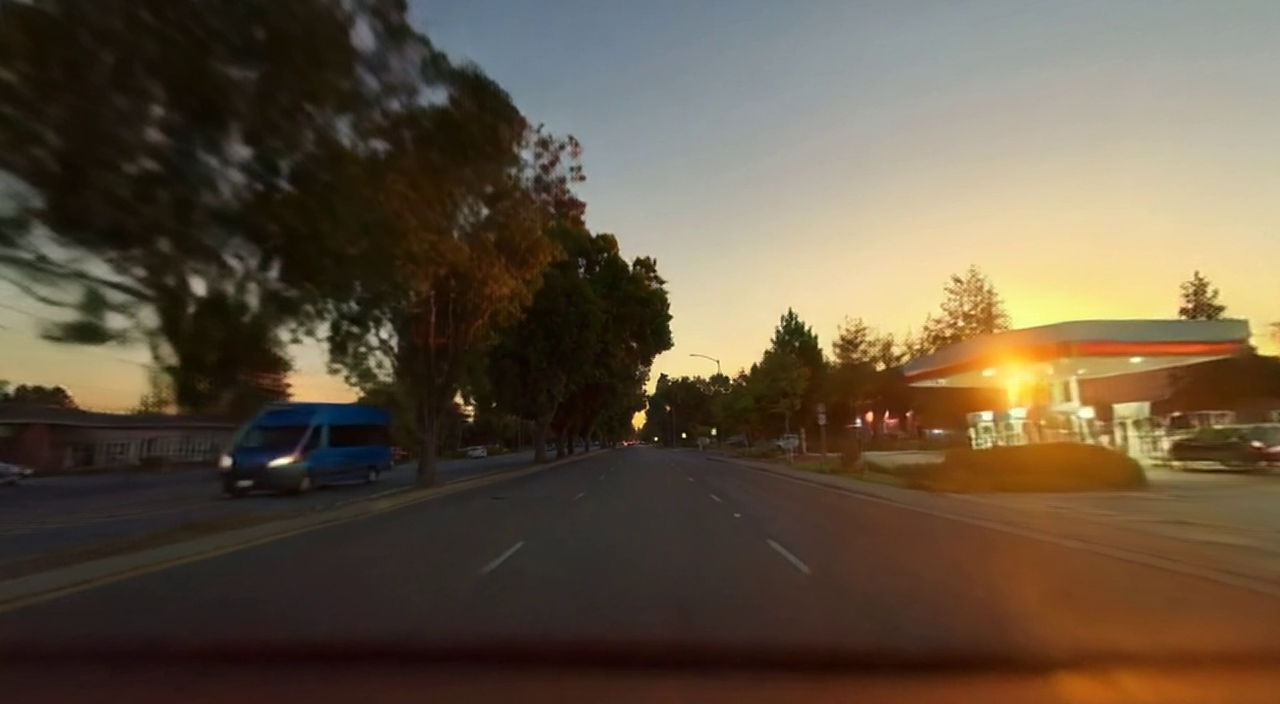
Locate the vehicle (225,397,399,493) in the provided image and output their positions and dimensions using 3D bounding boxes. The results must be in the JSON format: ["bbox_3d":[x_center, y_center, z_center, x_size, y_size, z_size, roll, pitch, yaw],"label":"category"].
[{"bbox_3d":[-12.100,3.538,24.183,2.931,3.122,6.555,-1,-8,1],"label":"vehicle"}]

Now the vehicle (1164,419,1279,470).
[{"bbox_3d":[19.422,2.934,19.977,1.994,1.452,4.227,0,-8,0],"label":"vehicle"}]
